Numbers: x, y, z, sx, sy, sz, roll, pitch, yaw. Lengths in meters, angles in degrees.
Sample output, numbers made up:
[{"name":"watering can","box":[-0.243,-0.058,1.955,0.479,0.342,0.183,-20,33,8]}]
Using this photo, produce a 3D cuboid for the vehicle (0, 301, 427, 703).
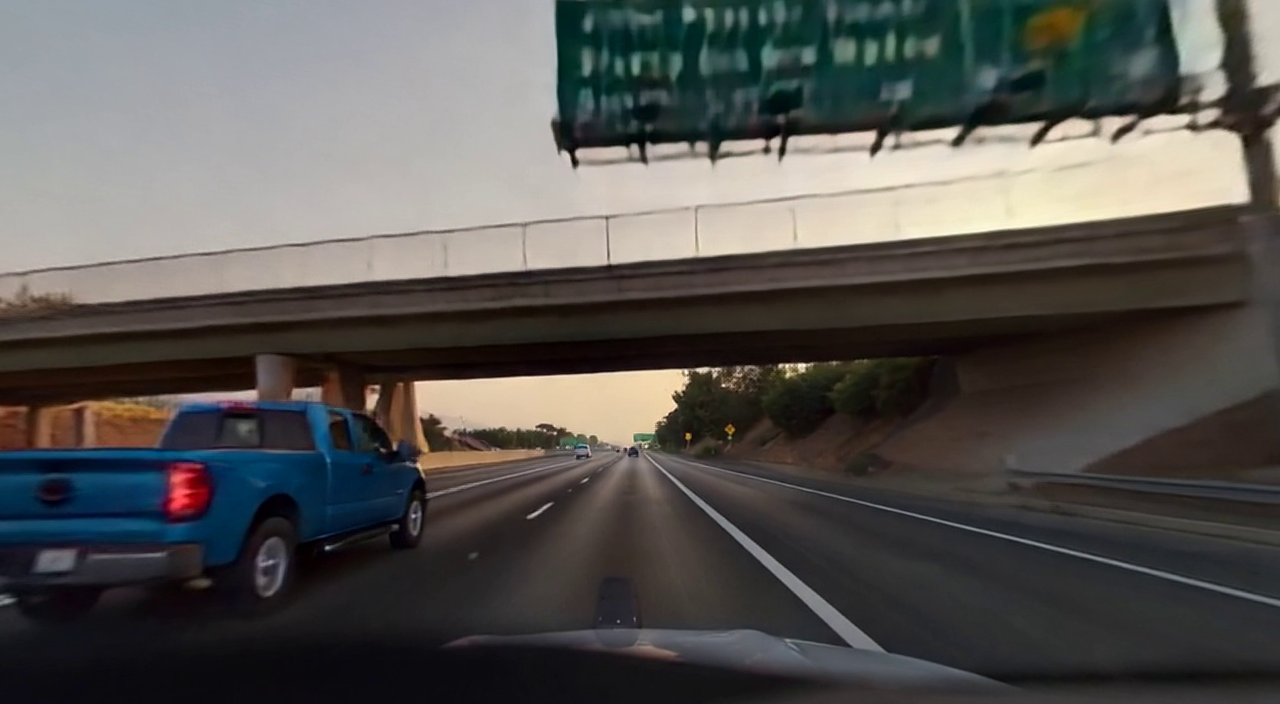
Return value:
[{"name":"vehicle","box":[-4.203,1.178,5.585,2.529,2.003,5.904,0,-9,0]}]
